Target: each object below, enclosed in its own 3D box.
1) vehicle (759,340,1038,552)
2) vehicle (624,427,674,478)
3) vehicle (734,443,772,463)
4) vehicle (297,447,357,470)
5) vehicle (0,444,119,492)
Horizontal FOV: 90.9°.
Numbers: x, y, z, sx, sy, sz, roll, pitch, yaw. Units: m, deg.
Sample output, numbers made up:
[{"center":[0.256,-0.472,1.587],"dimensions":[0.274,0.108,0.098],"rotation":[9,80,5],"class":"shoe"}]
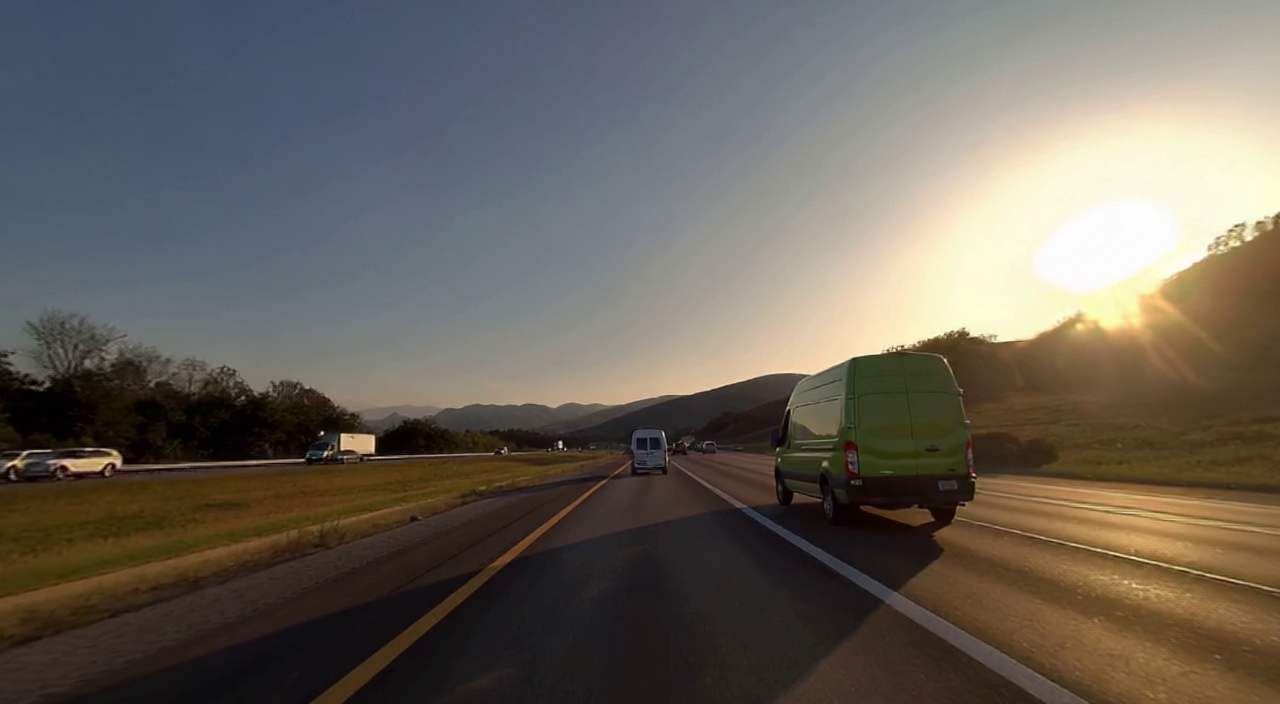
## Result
[{"center":[3.833,1.625,11.124],"dimensions":[2.302,2.670,6.176],"rotation":[0,-8,0],"class":"vehicle"},{"center":[0.382,4.586,28.883],"dimensions":[2.131,2.122,4.473],"rotation":[0,-8,0],"class":"vehicle"},{"center":[8.556,7.689,48.096],"dimensions":[1.970,1.452,4.419],"rotation":[0,-8,-1],"class":"vehicle"},{"center":[-24.365,8.281,49.313],"dimensions":[2.041,1.704,4.905],"rotation":[0,-8,1],"class":"vehicle"},{"center":[-24.341,4.630,25.636],"dimensions":[2.029,1.763,4.915],"rotation":[0,-8,2],"class":"vehicle"}]
